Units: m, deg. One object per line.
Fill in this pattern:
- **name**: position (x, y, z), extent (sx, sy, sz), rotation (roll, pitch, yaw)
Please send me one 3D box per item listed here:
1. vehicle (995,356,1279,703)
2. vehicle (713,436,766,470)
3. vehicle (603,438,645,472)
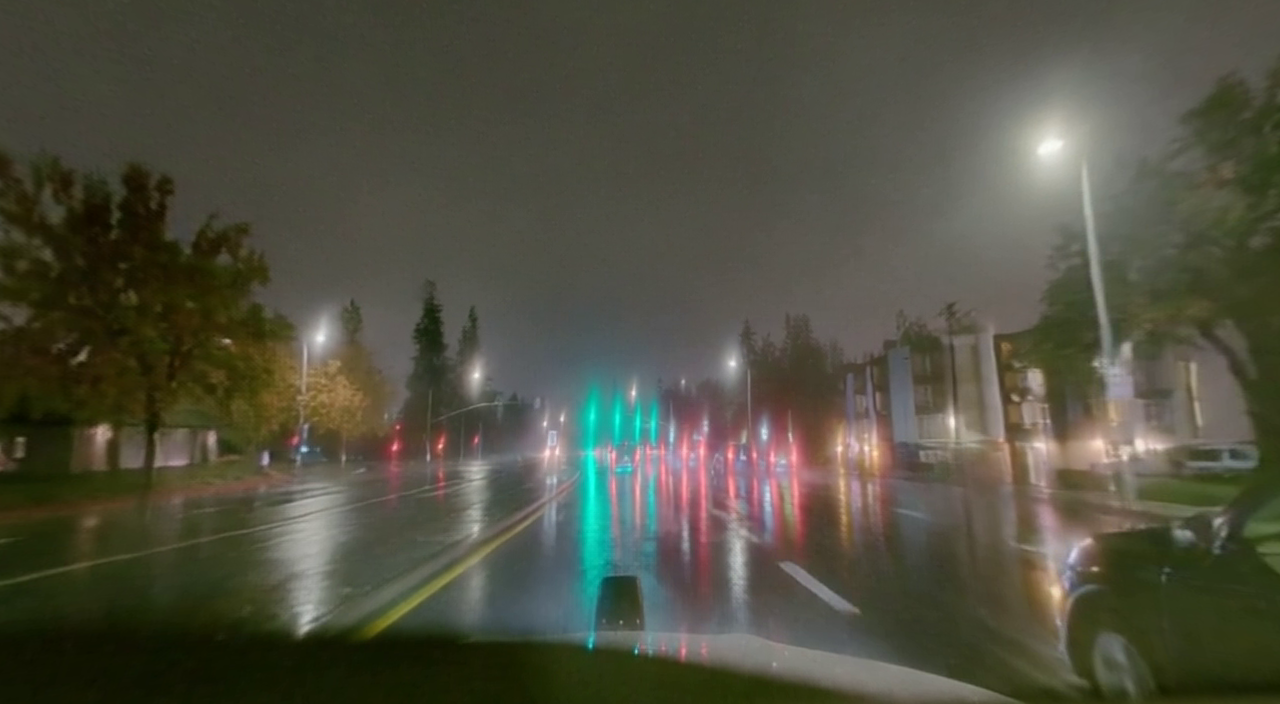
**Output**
- **vehicle**: position (3.478, 0.779, 2.018), extent (1.893, 1.664, 4.670), rotation (0, -9, -1)
- **vehicle**: position (6.008, 6.154, 38.709), extent (2.052, 1.886, 5.297), rotation (0, -9, -4)
- **vehicle**: position (-0.914, 5.497, 33.879), extent (2.101, 1.641, 4.341), rotation (0, -9, -3)
